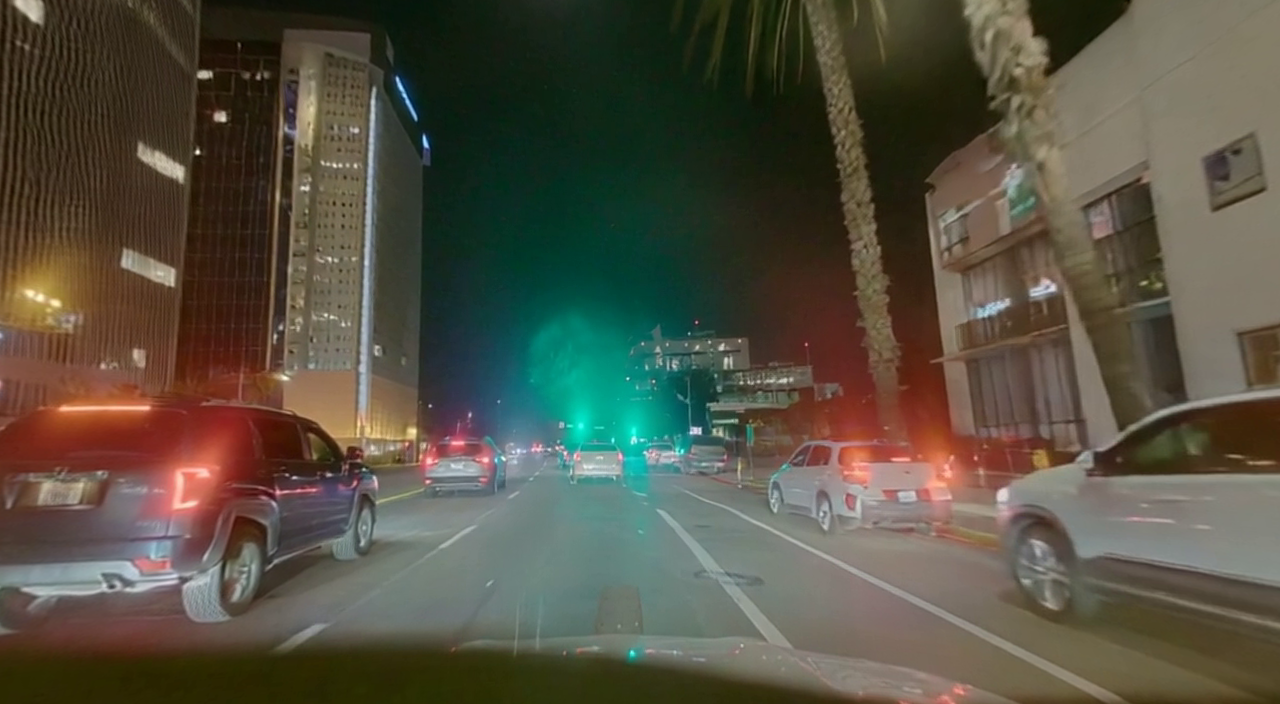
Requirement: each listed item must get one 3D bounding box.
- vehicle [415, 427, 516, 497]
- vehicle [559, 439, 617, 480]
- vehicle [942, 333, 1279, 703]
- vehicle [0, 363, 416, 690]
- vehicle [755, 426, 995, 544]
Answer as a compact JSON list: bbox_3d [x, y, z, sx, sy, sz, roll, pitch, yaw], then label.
[{"bbox_3d":[-4.872,3.122,18.244,2.014,1.740,4.392,1,-8,-5],"label":"vehicle"},{"bbox_3d":[-2.108,4.158,24.559,2.036,1.461,3.890,1,-9,-8],"label":"vehicle"},{"bbox_3d":[3.974,0.910,3.576,1.963,1.802,4.648,1,-8,-3],"label":"vehicle"},{"bbox_3d":[-3.659,1.263,5.642,1.800,1.797,4.224,0,-8,-1],"label":"vehicle"},{"bbox_3d":[3.547,2.104,10.736,1.808,1.526,4.894,1,-8,-6],"label":"vehicle"}]
